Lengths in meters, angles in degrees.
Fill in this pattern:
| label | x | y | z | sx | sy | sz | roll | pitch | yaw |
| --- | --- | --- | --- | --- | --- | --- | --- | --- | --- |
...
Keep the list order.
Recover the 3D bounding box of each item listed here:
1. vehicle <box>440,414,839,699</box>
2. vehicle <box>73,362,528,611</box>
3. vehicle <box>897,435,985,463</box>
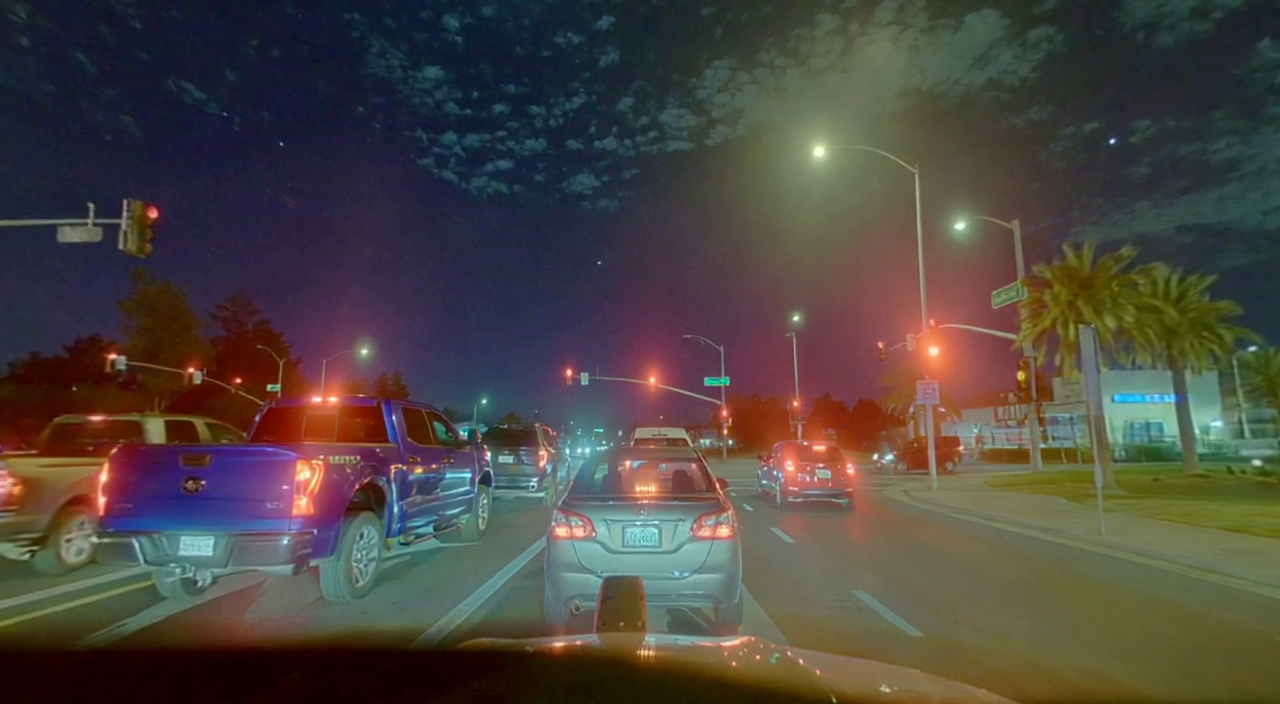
| label | x | y | z | sx | sy | sz | roll | pitch | yaw |
| --- | --- | --- | --- | --- | --- | --- | --- | --- | --- |
| vehicle | 0.025 | 1.399 | 5.497 | 2.122 | 1.501 | 4.152 | 0 | -8 | 1 |
| vehicle | -3.241 | 1.479 | 7.901 | 2.330 | 1.969 | 5.626 | -1 | -8 | 3 |
| vehicle | 18.787 | 6.070 | 39.295 | 4.466 | 1.717 | 1.963 | 0 | -8 | 2 |
